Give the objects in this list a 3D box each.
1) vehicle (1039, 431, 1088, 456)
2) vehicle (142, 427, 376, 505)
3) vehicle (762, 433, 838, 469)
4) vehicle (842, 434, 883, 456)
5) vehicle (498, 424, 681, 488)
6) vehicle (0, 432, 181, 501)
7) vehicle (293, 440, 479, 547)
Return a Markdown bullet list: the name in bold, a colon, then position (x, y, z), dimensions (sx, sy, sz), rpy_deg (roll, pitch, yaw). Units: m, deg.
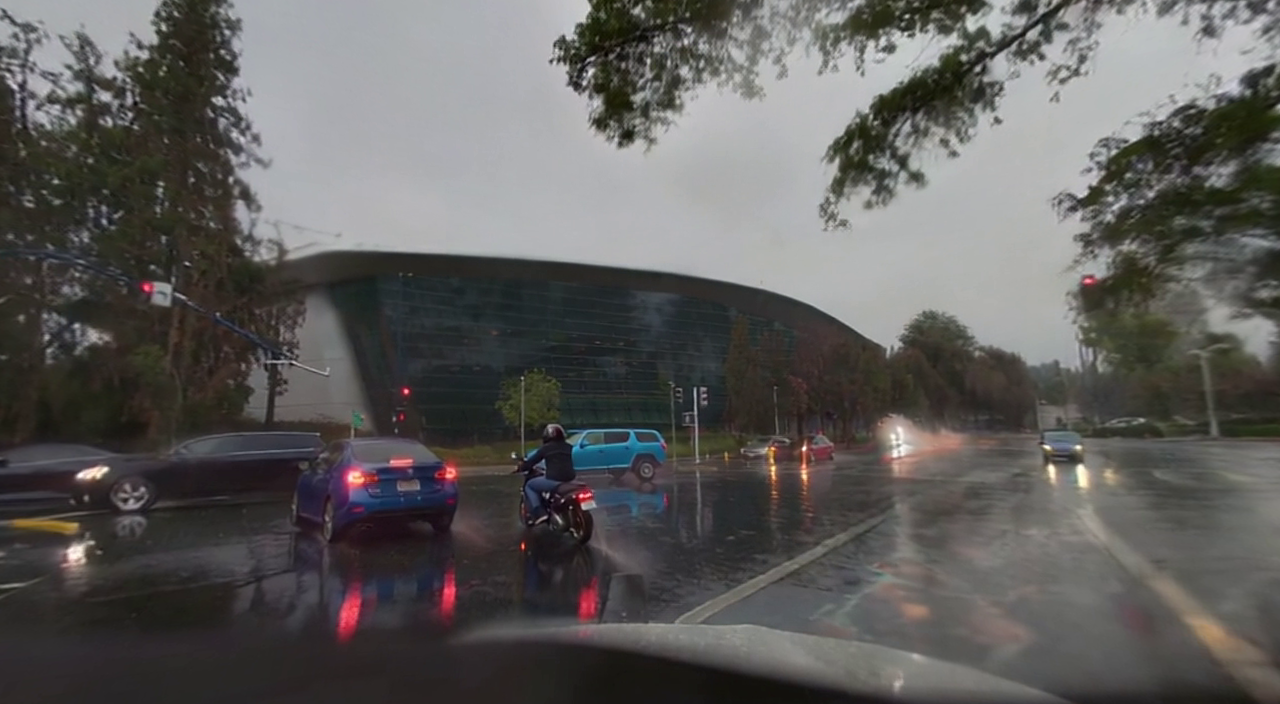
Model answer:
- **vehicle**: position (26.266, 5.681, 39.251), dimensions (1.872, 1.467, 4.385), rpy_deg (-4, -9, 26)
- **vehicle**: position (-9.330, 2.812, 15.755), dimensions (4.583, 1.755, 1.936), rpy_deg (-1, -8, 2)
- **vehicle**: position (8.100, 4.912, 31.621), dimensions (2.084, 1.656, 4.583), rpy_deg (-6, -10, 35)
- **vehicle**: position (16.356, 6.836, 46.320), dimensions (2.024, 1.543, 4.028), rpy_deg (-5, -9, 30)
- **vehicle**: position (-1.700, 3.545, 21.879), dimensions (5.833, 1.960, 2.341), rpy_deg (4, -9, -27)
- **vehicle**: position (-15.599, 3.129, 17.465), dimensions (4.380, 1.727, 2.052), rpy_deg (-2, -8, 10)
- **vehicle**: position (-4.595, 2.288, 11.034), dimensions (2.009, 1.450, 4.182), rpy_deg (5, -10, -35)
